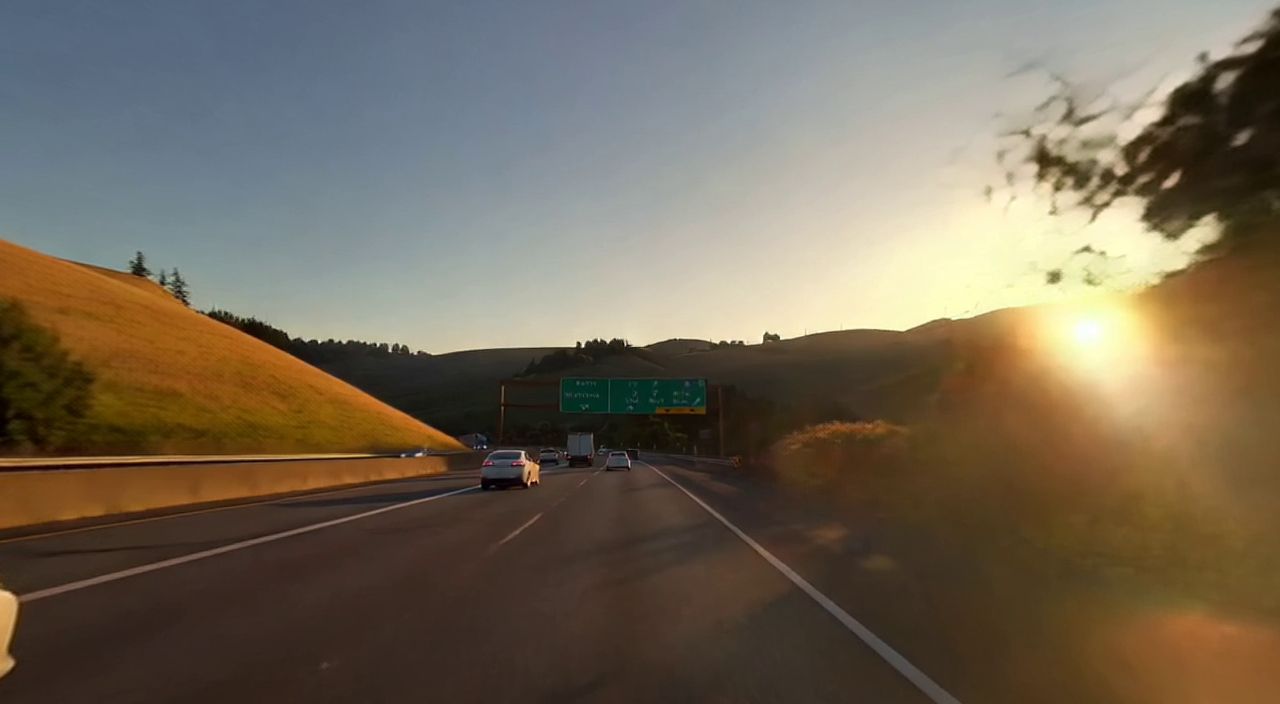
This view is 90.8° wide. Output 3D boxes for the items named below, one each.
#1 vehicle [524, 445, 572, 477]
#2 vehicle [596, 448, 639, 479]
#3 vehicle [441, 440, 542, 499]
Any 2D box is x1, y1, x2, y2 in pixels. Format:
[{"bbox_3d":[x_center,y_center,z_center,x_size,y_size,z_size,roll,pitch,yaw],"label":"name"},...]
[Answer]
[{"bbox_3d":[-4.971,5.953,34.753,2.118,1.624,4.032,0,-9,-1],"label":"vehicle"},{"bbox_3d":[-1.146,5.587,31.956,1.988,1.440,4.201,0,-9,-2],"label":"vehicle"},{"bbox_3d":[-4.493,3.633,19.833,2.208,1.619,4.162,0,-9,0],"label":"vehicle"}]
